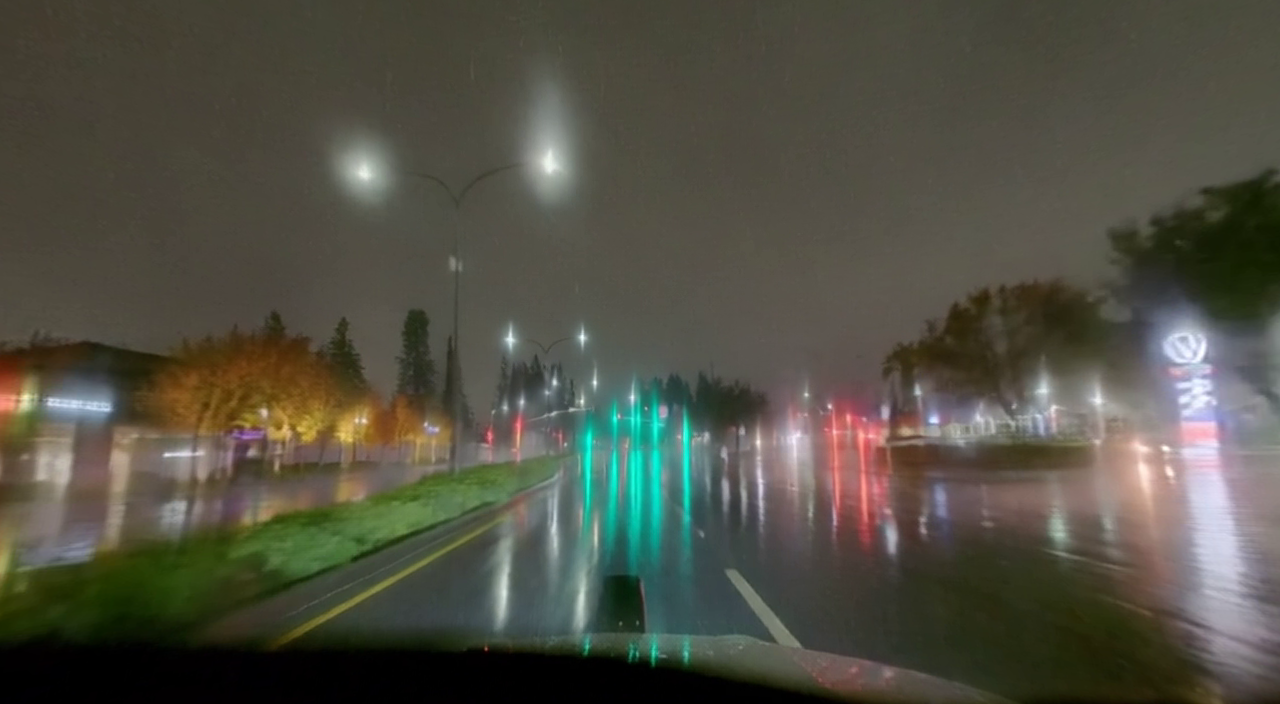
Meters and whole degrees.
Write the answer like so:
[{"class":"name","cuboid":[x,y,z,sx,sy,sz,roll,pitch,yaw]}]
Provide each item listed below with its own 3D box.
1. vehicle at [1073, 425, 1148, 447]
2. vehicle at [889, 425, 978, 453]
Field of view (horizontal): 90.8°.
[{"class":"vehicle","cuboid":[32.165,5.799,43.354,1.716,1.424,4.210,0,-9,-3]},{"class":"vehicle","cuboid":[18.753,5.588,40.471,4.688,1.658,1.950,0,-9,-1]}]
